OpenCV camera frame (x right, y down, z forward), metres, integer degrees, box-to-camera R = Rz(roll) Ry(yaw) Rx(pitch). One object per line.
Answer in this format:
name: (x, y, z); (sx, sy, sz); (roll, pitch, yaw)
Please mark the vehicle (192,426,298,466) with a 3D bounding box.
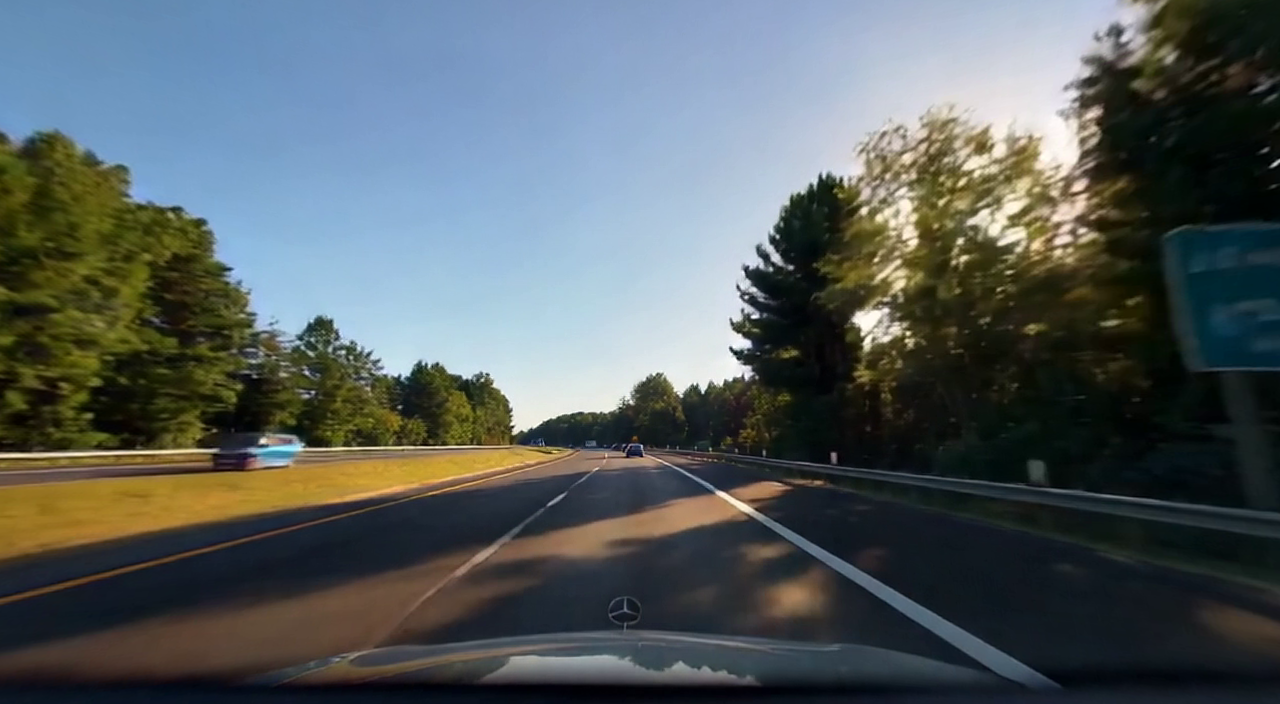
vehicle: (-17.289, 4.165, 27.814); (1.881, 1.601, 4.286); (0, -8, 0)
